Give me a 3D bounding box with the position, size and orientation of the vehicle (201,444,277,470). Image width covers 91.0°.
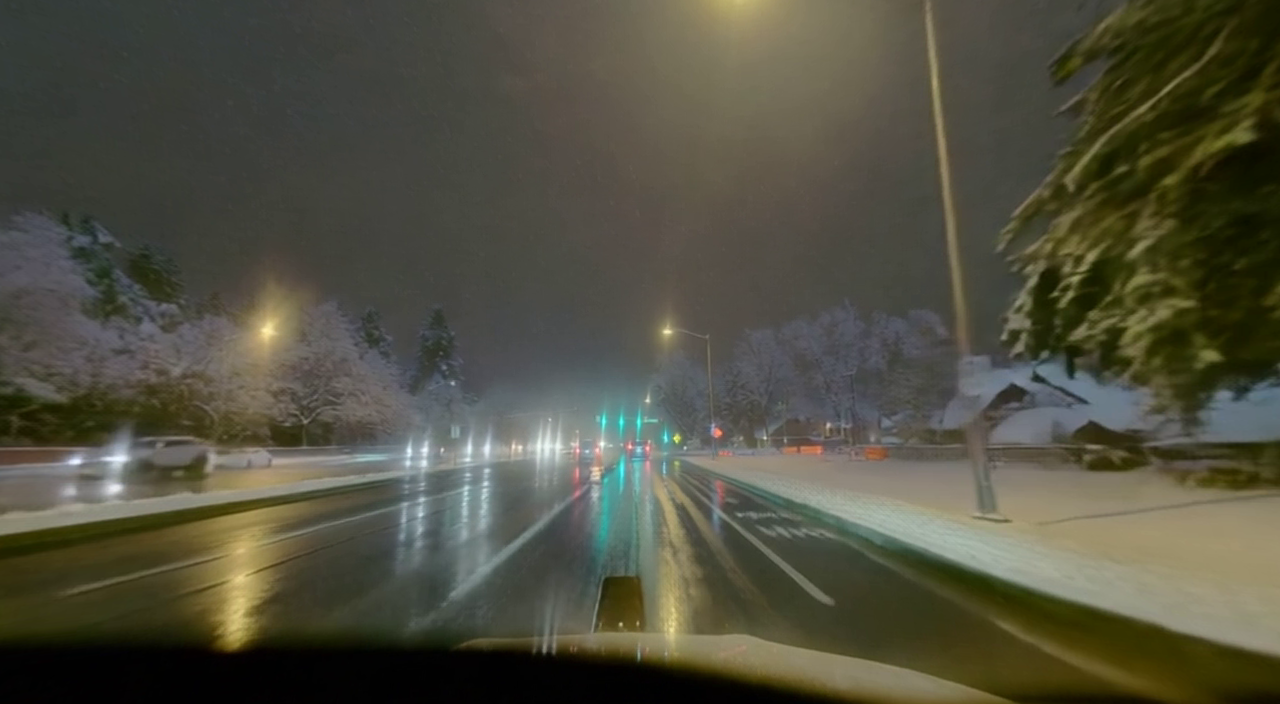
[{"bbox_3d":[-24.746,6.489,39.058,1.834,1.502,4.346,0,-9,0],"label":"vehicle"}]

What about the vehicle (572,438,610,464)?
[{"bbox_3d":[-3.317,6.873,43.689,2.198,1.663,4.519,0,-8,1],"label":"vehicle"}]

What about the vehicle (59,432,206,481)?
[{"bbox_3d":[-20.791,4.286,26.152,2.046,1.823,4.753,0,-9,1],"label":"vehicle"}]
